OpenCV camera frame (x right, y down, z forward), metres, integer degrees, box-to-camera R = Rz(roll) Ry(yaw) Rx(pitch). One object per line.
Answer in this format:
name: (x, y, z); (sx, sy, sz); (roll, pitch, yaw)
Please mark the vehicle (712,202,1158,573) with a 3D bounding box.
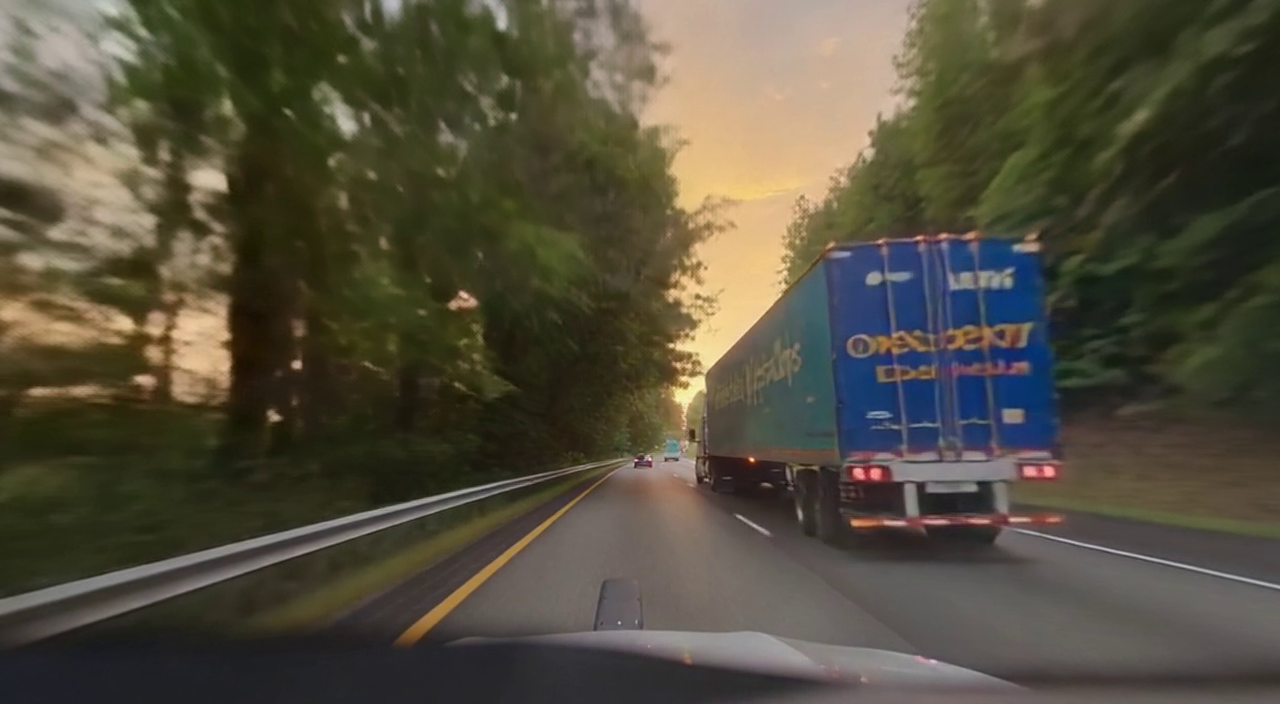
vehicle: (3.791, 1.183, 12.587); (3.440, 4.090, 11.380); (-1, -9, 1)
